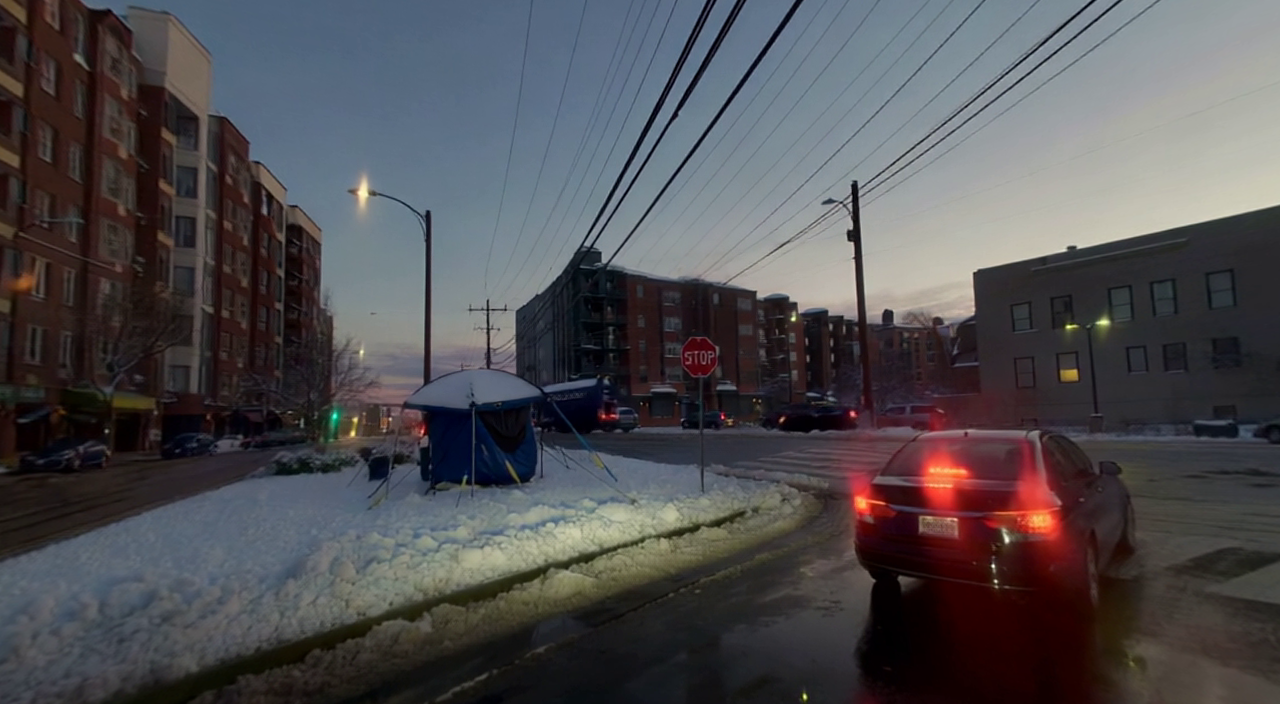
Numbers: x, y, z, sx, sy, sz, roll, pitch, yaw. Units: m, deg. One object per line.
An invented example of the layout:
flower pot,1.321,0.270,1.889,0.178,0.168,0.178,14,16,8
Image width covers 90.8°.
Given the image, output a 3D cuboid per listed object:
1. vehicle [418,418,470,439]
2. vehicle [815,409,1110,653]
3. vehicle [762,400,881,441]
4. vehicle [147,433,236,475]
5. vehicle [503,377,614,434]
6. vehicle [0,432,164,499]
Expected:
vehicle,-15.330,6.012,49.349,2.089,1.506,4.641,7,-11,-41
vehicle,3.467,1.559,6.661,1.945,1.647,4.160,-6,-10,32
vehicle,7.490,2.930,26.406,4.363,1.511,1.838,-8,-11,42
vehicle,-20.969,4.779,29.819,2.033,1.755,5.461,3,-9,-20
vehicle,-5.085,3.372,38.385,7.172,3.075,2.584,-7,-10,41
vehicle,-17.179,3.475,19.839,2.054,1.800,5.212,3,-9,-20
